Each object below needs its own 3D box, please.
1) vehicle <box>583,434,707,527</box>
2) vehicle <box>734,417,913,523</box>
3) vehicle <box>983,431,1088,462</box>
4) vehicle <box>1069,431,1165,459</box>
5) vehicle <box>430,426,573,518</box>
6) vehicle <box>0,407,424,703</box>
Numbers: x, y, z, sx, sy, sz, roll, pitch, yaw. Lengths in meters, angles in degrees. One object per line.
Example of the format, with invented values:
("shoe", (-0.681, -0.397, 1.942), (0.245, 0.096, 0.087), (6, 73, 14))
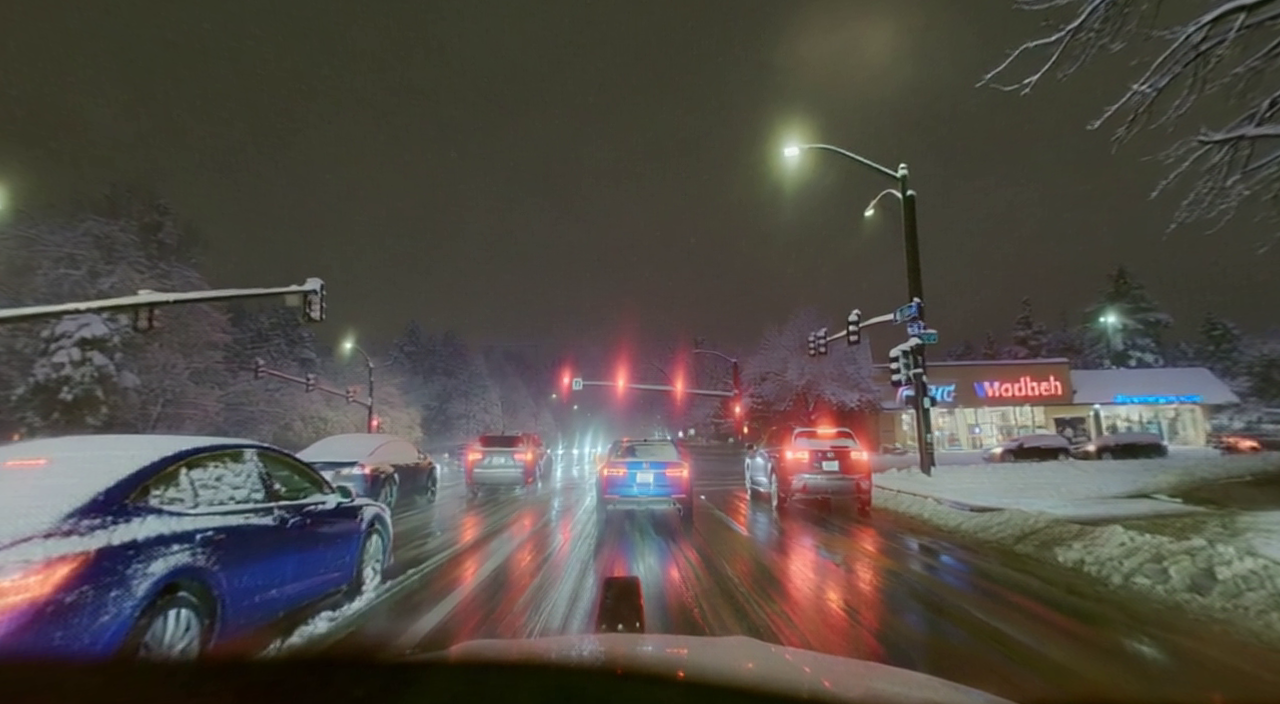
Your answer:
("vehicle", (0.122, 2.426, 12.393), (2.032, 1.499, 3.994), (0, -9, 1))
("vehicle", (3.309, 2.252, 12.449), (2.076, 1.691, 4.402), (0, -9, -2))
("vehicle", (23.287, 5.595, 37.233), (4.781, 1.700, 1.986), (0, -9, 1))
("vehicle", (30.545, 5.984, 40.420), (4.432, 1.680, 1.932), (0, -9, 2))
("vehicle", (-2.824, 2.574, 13.913), (2.072, 1.694, 4.070), (0, -9, 2))
("vehicle", (-3.331, 1.270, 4.396), (2.014, 1.472, 4.357), (0, -9, 1))
